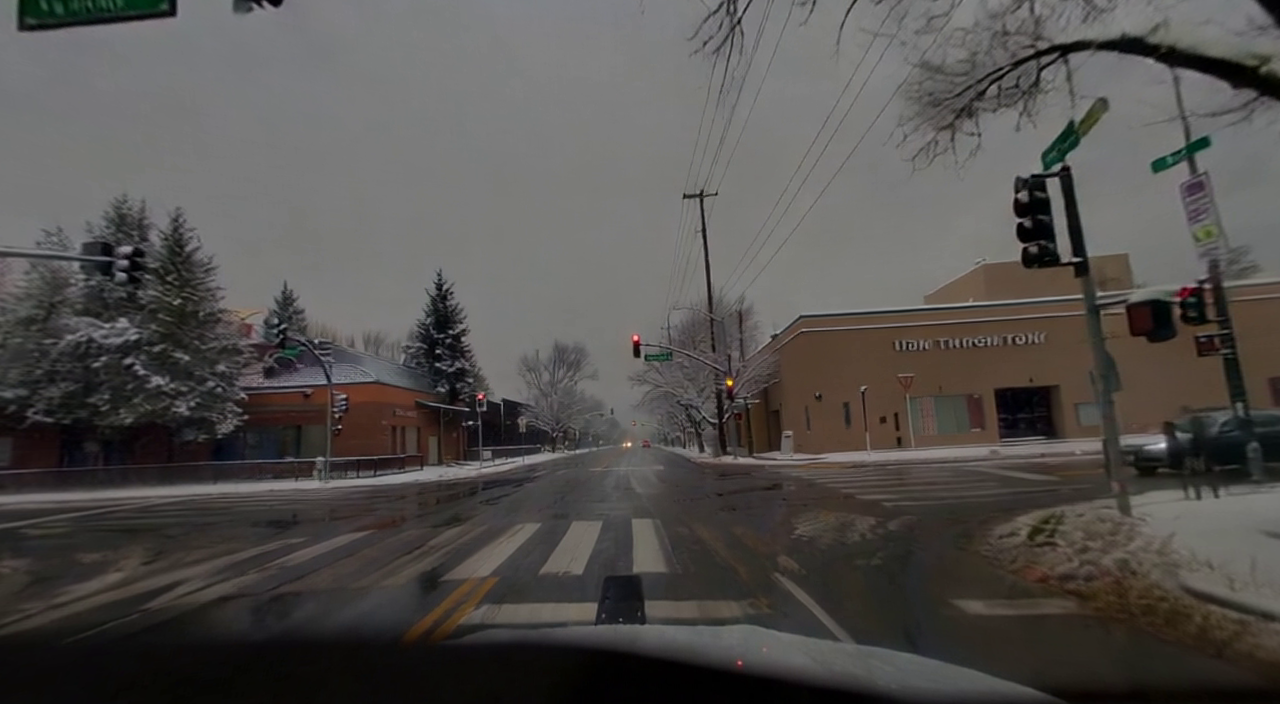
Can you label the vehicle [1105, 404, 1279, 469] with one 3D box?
[{"bbox_3d":[14.477,2.077,15.490,4.632,1.484,1.907,0,-8,-2],"label":"vehicle"}]
